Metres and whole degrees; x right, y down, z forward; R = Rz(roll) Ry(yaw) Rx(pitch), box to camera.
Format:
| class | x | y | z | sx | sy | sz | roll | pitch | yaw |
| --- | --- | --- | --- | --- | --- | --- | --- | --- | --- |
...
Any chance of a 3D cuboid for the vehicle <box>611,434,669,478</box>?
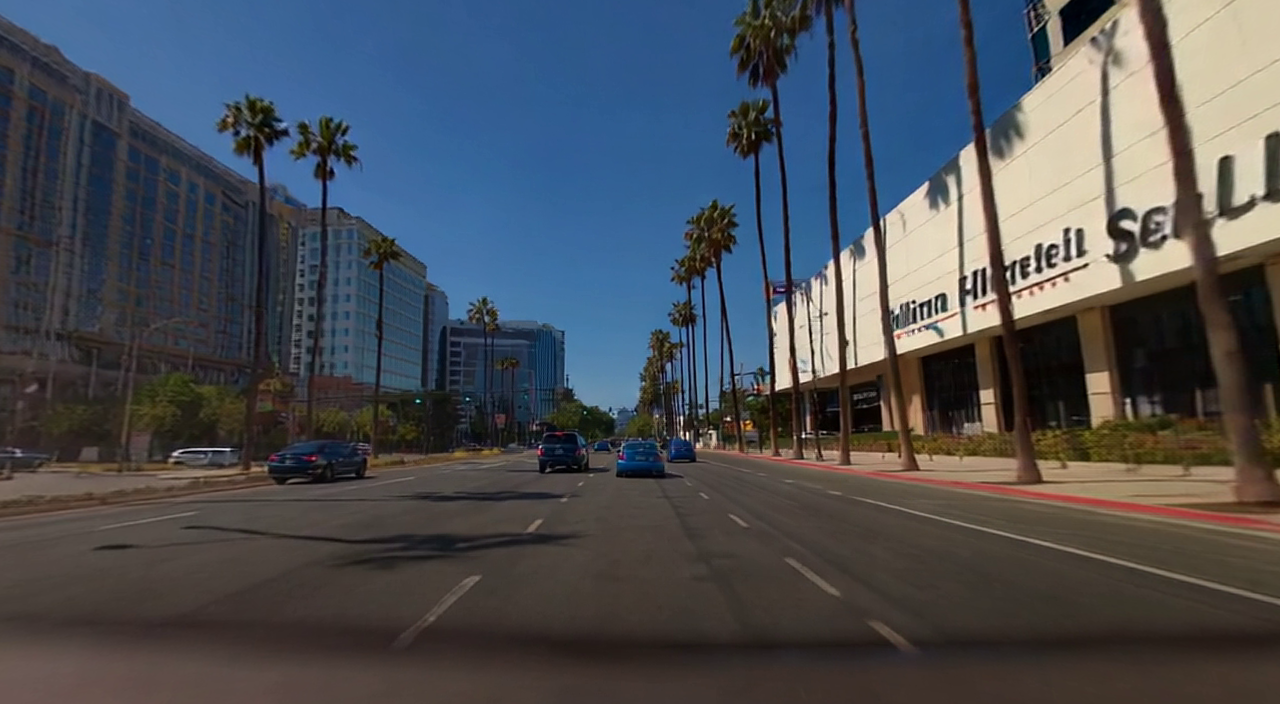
| class | x | y | z | sx | sy | sz | roll | pitch | yaw |
| --- | --- | --- | --- | --- | --- | --- | --- | --- | --- |
| vehicle | -0.039 | 4.177 | 25.583 | 2.160 | 1.615 | 4.117 | 0 | -9 | -1 |

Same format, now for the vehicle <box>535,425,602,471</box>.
| class | x | y | z | sx | sy | sz | roll | pitch | yaw |
| --- | --- | --- | --- | --- | --- | --- | --- | --- | --- |
| vehicle | -3.389 | 4.781 | 31.433 | 2.672 | 2.064 | 5.681 | 0 | -9 | 0 |

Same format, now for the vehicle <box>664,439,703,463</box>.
| class | x | y | z | sx | sy | sz | roll | pitch | yaw |
| --- | --- | --- | --- | --- | --- | --- | --- | --- | --- |
| vehicle | 2.814 | 6.575 | 41.972 | 2.085 | 1.482 | 4.491 | 0 | -9 | -2 |

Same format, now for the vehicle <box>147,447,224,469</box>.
| class | x | y | z | sx | sy | sz | roll | pitch | yaw |
| --- | --- | --- | --- | --- | --- | --- | --- | --- | --- |
| vehicle | -34.698 | 8.072 | 48.336 | 4.278 | 1.652 | 2.100 | -1 | -9 | 3 |
